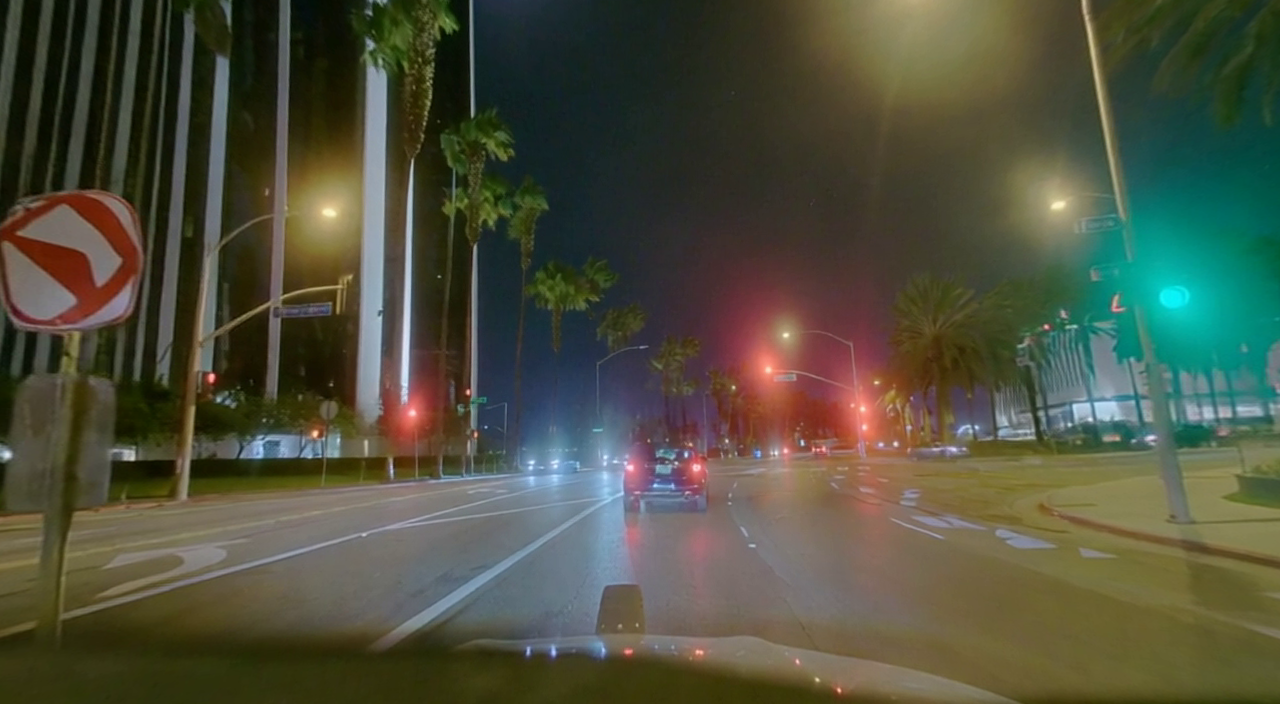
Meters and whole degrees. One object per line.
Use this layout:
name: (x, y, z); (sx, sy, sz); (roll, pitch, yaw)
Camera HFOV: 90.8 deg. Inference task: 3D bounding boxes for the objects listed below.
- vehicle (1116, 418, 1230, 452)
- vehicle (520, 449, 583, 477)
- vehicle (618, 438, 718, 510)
vehicle: (30.458, 4.777, 36.161); (5.049, 1.861, 2.081); (1, -9, -10)
vehicle: (-4.999, 6.381, 36.483); (2.012, 1.467, 4.592); (-2, -9, 13)
vehicle: (0.820, 2.895, 15.420); (2.096, 1.492, 4.071); (-1, -9, 7)
